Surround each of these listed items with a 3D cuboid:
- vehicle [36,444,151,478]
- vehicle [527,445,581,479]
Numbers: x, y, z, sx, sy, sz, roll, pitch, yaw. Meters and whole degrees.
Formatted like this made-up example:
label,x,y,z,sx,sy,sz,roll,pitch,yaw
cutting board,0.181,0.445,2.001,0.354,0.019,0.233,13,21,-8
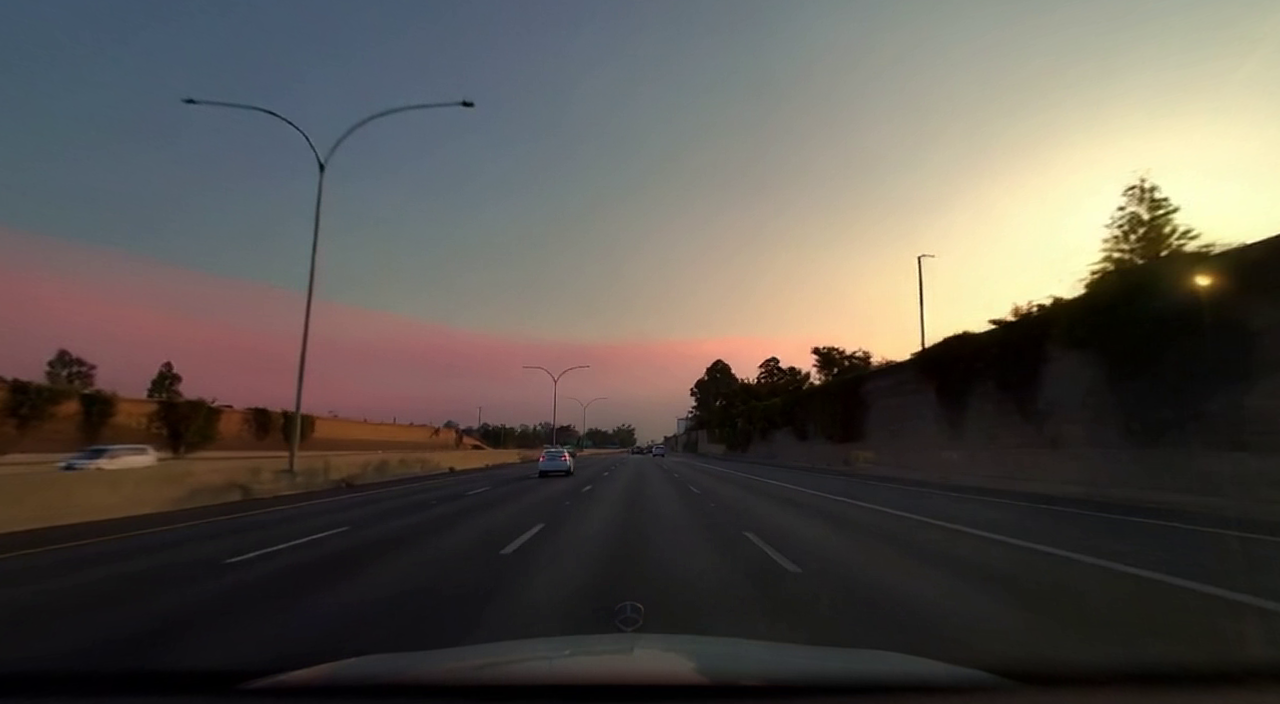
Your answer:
label,x,y,z,sx,sy,sz,roll,pitch,yaw
vehicle,-29.555,5.894,34.355,2.013,1.695,4.746,-1,-8,0
vehicle,-4.080,5.277,30.537,2.014,1.481,4.156,-1,-8,1
